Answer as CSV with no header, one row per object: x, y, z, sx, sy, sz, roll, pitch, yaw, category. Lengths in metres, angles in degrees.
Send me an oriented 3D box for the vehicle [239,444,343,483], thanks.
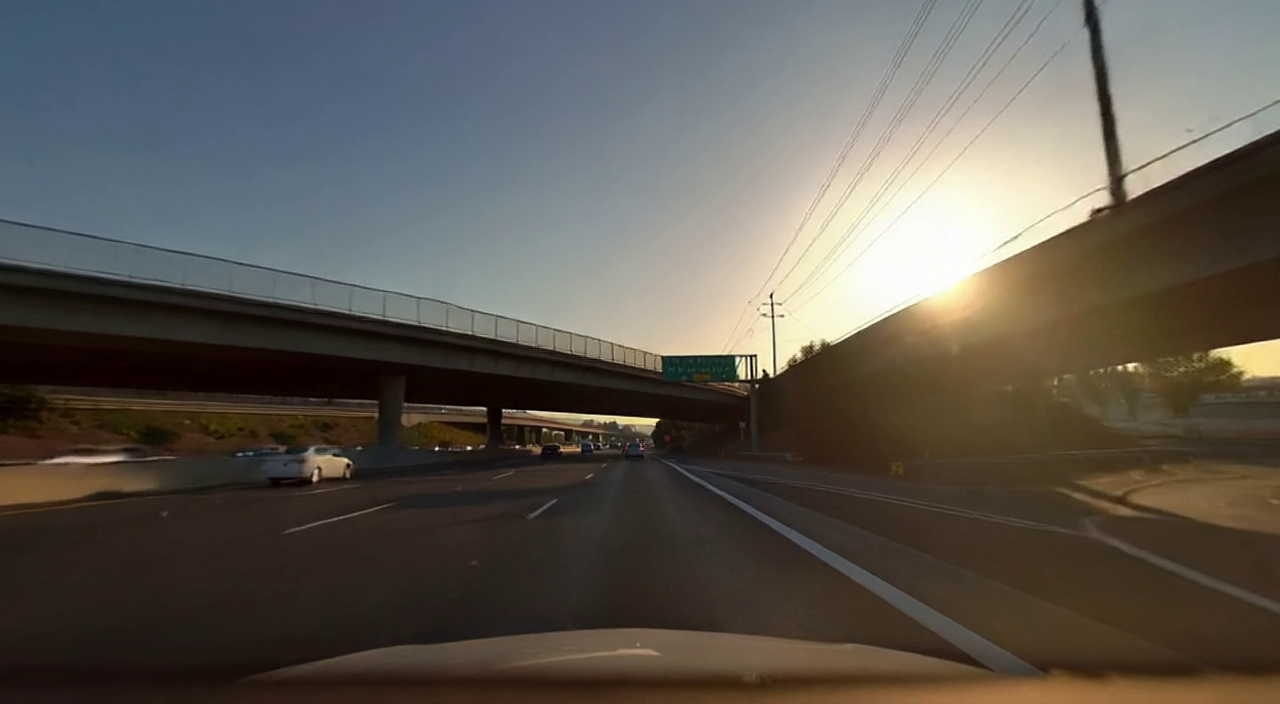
-14.769,4.702,27.103,1.969,1.486,4.395,0,-8,0,vehicle

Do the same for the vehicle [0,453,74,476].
-43.348,7.990,45.086,1.771,1.444,4.547,0,-8,-1,vehicle

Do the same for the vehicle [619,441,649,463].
-0.472,7.268,46.232,2.086,1.472,4.168,0,-8,-1,vehicle
